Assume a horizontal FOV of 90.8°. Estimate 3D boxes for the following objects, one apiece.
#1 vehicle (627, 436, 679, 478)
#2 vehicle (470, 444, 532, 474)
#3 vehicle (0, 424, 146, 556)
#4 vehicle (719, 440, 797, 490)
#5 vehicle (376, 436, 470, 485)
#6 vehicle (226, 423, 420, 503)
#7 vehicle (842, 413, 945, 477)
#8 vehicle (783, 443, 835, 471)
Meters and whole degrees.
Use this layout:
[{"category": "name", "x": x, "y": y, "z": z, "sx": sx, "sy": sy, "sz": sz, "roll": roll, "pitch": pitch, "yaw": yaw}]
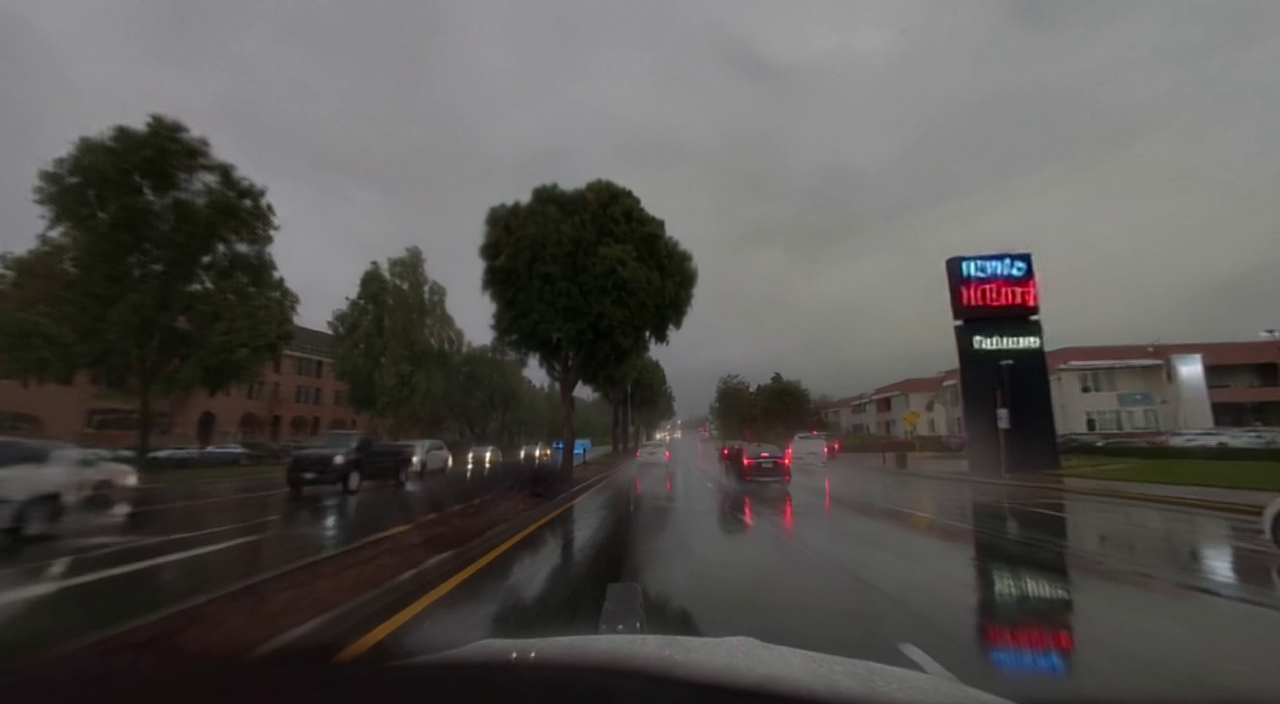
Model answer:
[{"category": "vehicle", "x": 0.619, "y": 4.628, "z": 28.036, "sx": 2.101, "sy": 1.694, "sz": 3.979, "roll": 0, "pitch": -9, "yaw": 3}, {"category": "vehicle", "x": -7.291, "y": 5.645, "z": 33.663, "sx": 1.992, "sy": 1.465, "sz": 4.458, "roll": -1, "pitch": -9, "yaw": 4}, {"category": "vehicle", "x": -8.767, "y": 1.683, "z": 7.410, "sx": 1.920, "sy": 1.590, "sz": 5.041, "roll": -2, "pitch": -8, "yaw": 0}, {"category": "vehicle", "x": 3.830, "y": 3.713, "z": 21.152, "sx": 1.852, "sy": 1.498, "sz": 3.825, "roll": 0, "pitch": -9, "yaw": 0}, {"category": "vehicle", "x": -8.342, "y": 4.213, "z": 24.776, "sx": 1.934, "sy": 1.713, "sz": 4.441, "roll": 0, "pitch": -9, "yaw": 2}, {"category": "vehicle", "x": -8.265, "y": 2.972, "z": 17.372, "sx": 2.218, "sy": 1.819, "sz": 5.732, "roll": 0, "pitch": -9, "yaw": 2}, {"category": "vehicle", "x": 12.619, "y": 4.719, "z": 32.068, "sx": 2.790, "sy": 2.897, "sz": 6.326, "roll": -1, "pitch": -9, "yaw": 3}, {"category": "vehicle", "x": 9.675, "y": 6.020, "z": 36.496, "sx": 1.860, "sy": 1.475, "sz": 4.488, "roll": 0, "pitch": -9, "yaw": 2}]
